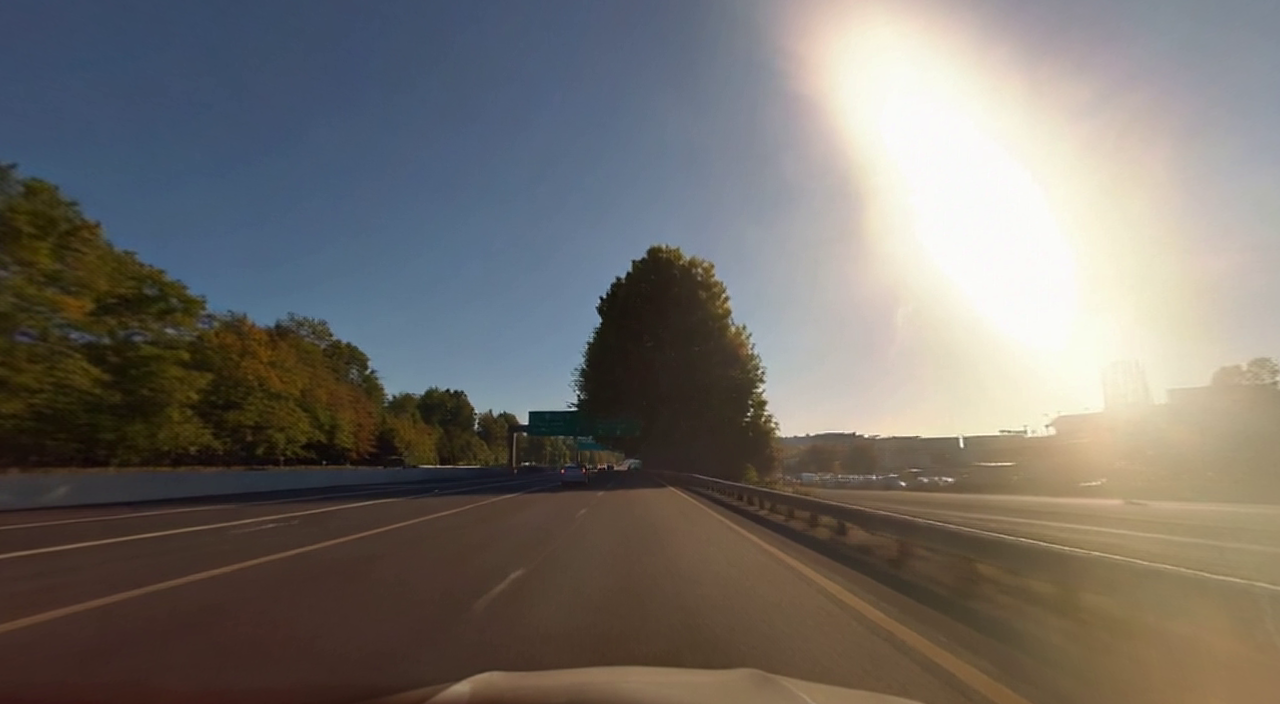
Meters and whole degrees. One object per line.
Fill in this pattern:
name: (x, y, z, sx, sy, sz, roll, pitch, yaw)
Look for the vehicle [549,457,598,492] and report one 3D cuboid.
vehicle: (-3.351, 6.343, 32.606, 2.092, 1.642, 3.895, 1, -11, 0)
